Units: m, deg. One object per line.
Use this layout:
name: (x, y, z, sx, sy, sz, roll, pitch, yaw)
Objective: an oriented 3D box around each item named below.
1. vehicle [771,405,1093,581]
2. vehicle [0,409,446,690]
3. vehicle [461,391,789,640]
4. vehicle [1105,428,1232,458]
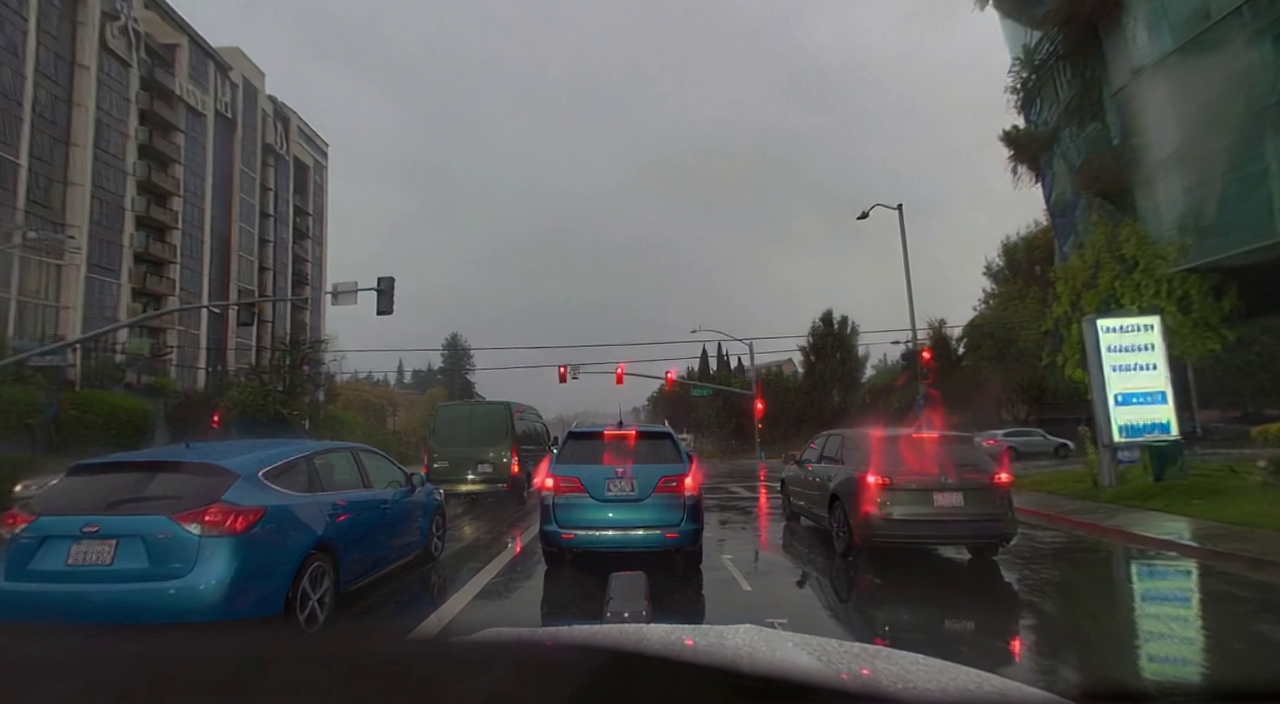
vehicle: (3.219, 1.662, 8.258, 2.004, 1.646, 4.554, 0, -8, 0)
vehicle: (-3.545, 1.423, 5.823, 1.906, 1.524, 4.547, 0, -8, 2)
vehicle: (-0.111, 1.414, 6.442, 2.195, 1.662, 4.262, 0, -8, 0)
vehicle: (26.612, 4.619, 31.839, 4.723, 1.460, 1.904, 0, -8, -2)
